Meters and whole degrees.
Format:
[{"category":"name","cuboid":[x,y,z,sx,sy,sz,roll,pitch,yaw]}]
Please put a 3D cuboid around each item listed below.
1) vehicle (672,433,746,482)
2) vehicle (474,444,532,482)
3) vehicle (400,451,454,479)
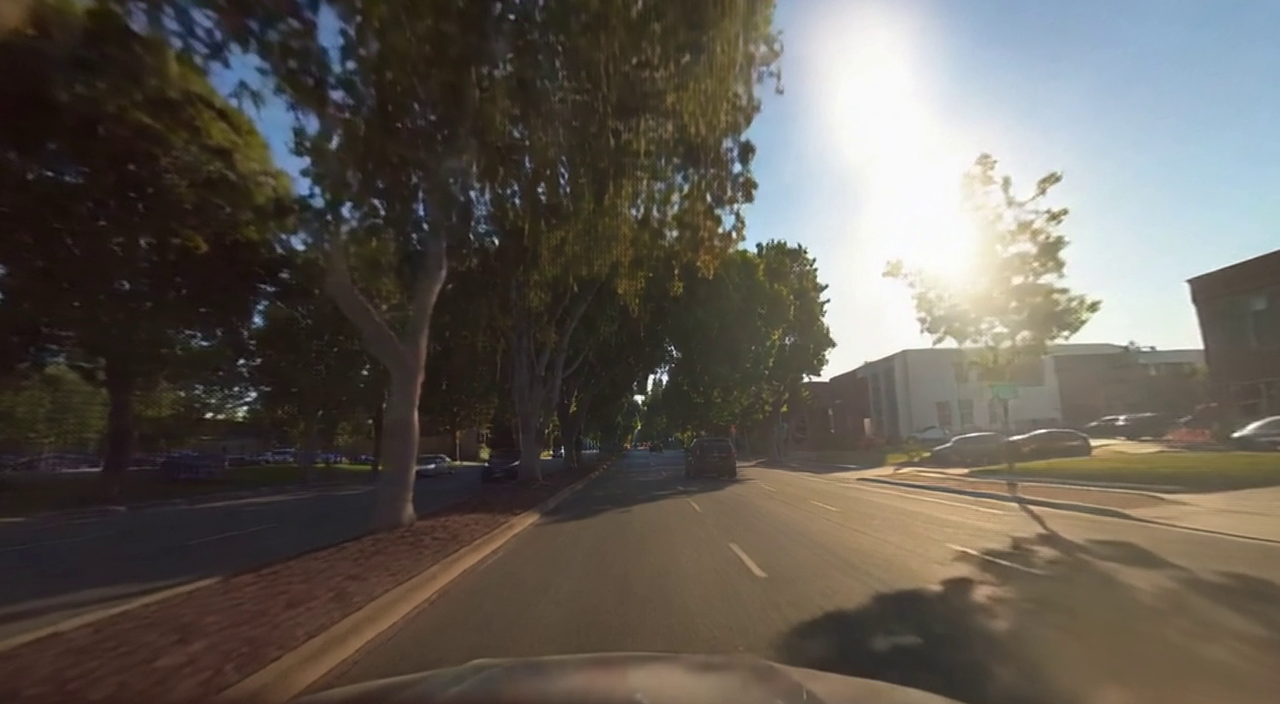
[{"category":"vehicle","cuboid":[2.607,4.173,25.174,2.240,1.740,4.605,0,-9,-2]},{"category":"vehicle","cuboid":[-6.454,5.259,30.184,1.900,1.671,4.217,0,-9,-1]},{"category":"vehicle","cuboid":[-12.723,6.736,38.001,1.859,1.569,4.166,0,-9,0]}]
